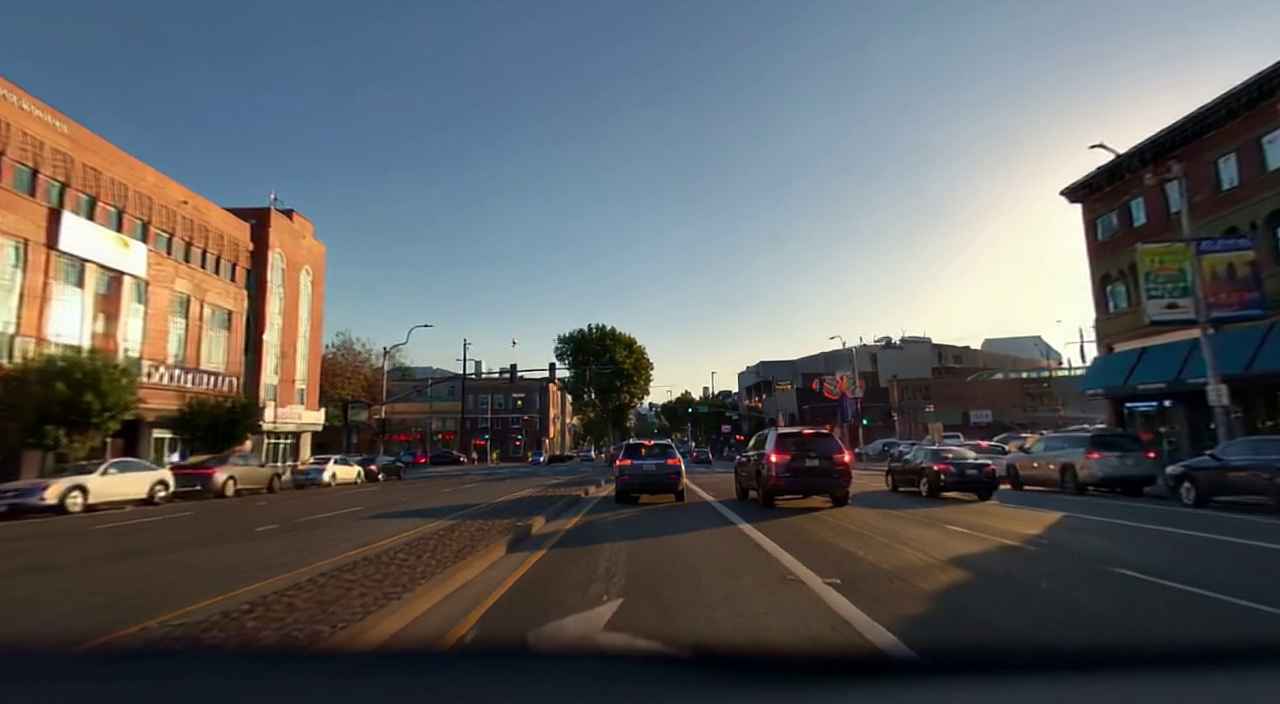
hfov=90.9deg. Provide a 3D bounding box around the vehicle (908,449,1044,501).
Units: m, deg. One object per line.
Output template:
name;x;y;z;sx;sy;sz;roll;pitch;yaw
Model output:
vehicle;10.469;3.828;20.109;1.863;1.426;4.494;0;-8;0

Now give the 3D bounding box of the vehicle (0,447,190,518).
vehicle;-15.394;3.584;17.961;1.698;1.466;4.713;1;-6;0

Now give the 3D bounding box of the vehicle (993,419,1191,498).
vehicle;14.119;3.414;20.329;2.172;2.060;5.546;-4;-10;1

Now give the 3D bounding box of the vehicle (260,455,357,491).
vehicle;-15.187;5.537;29.267;1.792;1.429;5.161;0;-9;-1

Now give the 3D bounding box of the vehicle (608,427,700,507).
vehicle;0.314;3.033;17.162;2.157;1.863;4.665;0;-8;0

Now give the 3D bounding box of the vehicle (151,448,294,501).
vehicle;-15.326;4.481;23.602;1.825;1.685;5.220;1;-8;-1

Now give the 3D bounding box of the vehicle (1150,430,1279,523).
vehicle;13.909;2.560;13.134;2.151;1.833;5.323;-1;-10;1

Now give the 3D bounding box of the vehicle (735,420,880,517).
vehicle;3.751;2.706;15.303;2.115;1.932;5.189;0;-8;0

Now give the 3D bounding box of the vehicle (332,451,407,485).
vehicle;-15.206;6.525;35.811;2.096;1.416;4.885;1;-6;1
